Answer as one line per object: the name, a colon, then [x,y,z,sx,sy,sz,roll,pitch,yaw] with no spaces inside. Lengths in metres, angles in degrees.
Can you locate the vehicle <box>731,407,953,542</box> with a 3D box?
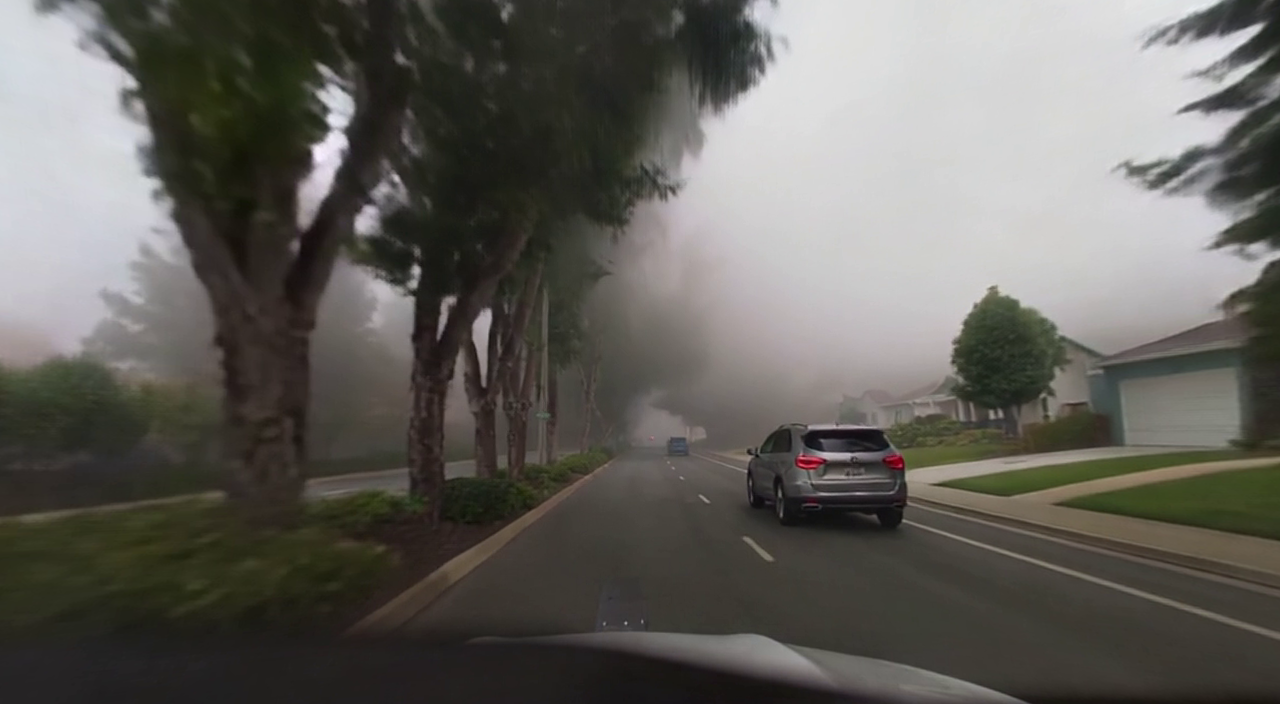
vehicle: [3.005,1.946,10.699,2.180,1.773,4.639,0,-8,-1]
